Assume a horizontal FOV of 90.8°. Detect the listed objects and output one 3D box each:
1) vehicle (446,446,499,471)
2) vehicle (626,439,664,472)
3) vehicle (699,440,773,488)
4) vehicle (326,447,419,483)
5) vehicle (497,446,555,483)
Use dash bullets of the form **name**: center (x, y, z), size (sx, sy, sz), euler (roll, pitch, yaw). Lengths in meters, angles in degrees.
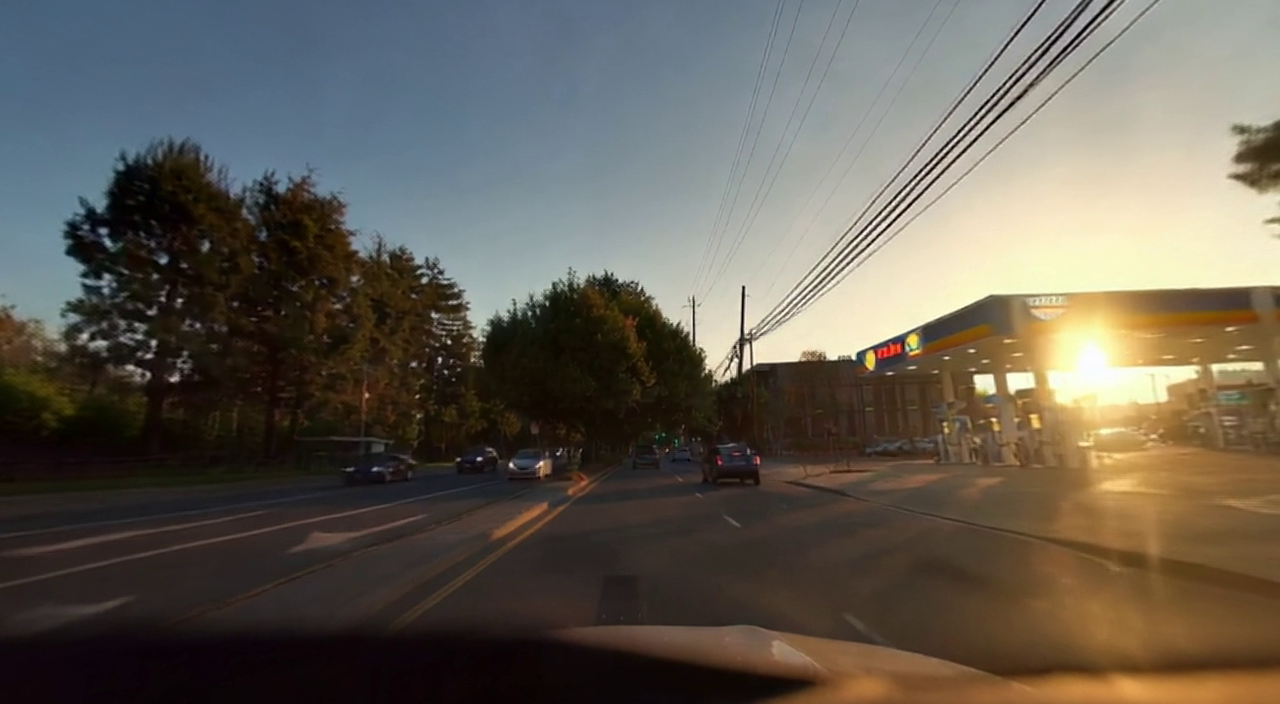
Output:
- **vehicle**: center (-11.322, 7.234, 43.025), size (2.186, 1.607, 4.488), euler (-1, -9, 2)
- **vehicle**: center (0.275, 6.197, 37.761), size (2.163, 1.825, 4.073), euler (-1, -9, 0)
- **vehicle**: center (3.495, 4.187, 23.849), size (1.990, 1.592, 4.294), euler (0, -9, -1)
- **vehicle**: center (-12.360, 5.243, 29.601), size (2.264, 1.515, 4.718), euler (-1, -9, 1)
- **vehicle**: center (-4.846, 4.845, 27.351), size (1.816, 1.484, 3.629), euler (-1, -9, 0)
